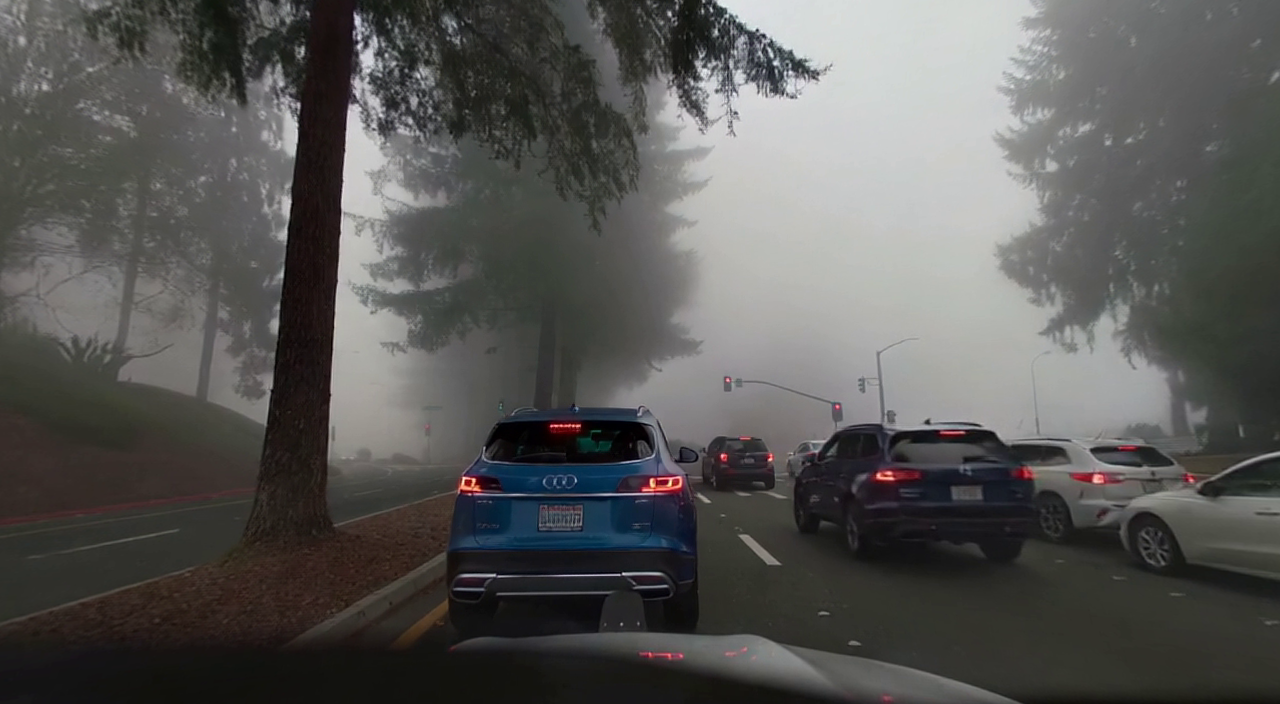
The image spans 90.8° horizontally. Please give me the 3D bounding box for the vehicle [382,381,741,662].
[{"bbox_3d":[-0.431,1.354,6.096,2.201,1.709,4.271,0,-9,2],"label":"vehicle"}]

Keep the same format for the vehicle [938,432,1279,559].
[{"bbox_3d":[6.595,2.008,9.647,1.894,1.445,4.565,0,-9,0],"label":"vehicle"}]

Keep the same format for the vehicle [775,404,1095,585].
[{"bbox_3d":[3.241,1.666,8.183,1.963,1.682,4.407,0,-9,0],"label":"vehicle"}]
